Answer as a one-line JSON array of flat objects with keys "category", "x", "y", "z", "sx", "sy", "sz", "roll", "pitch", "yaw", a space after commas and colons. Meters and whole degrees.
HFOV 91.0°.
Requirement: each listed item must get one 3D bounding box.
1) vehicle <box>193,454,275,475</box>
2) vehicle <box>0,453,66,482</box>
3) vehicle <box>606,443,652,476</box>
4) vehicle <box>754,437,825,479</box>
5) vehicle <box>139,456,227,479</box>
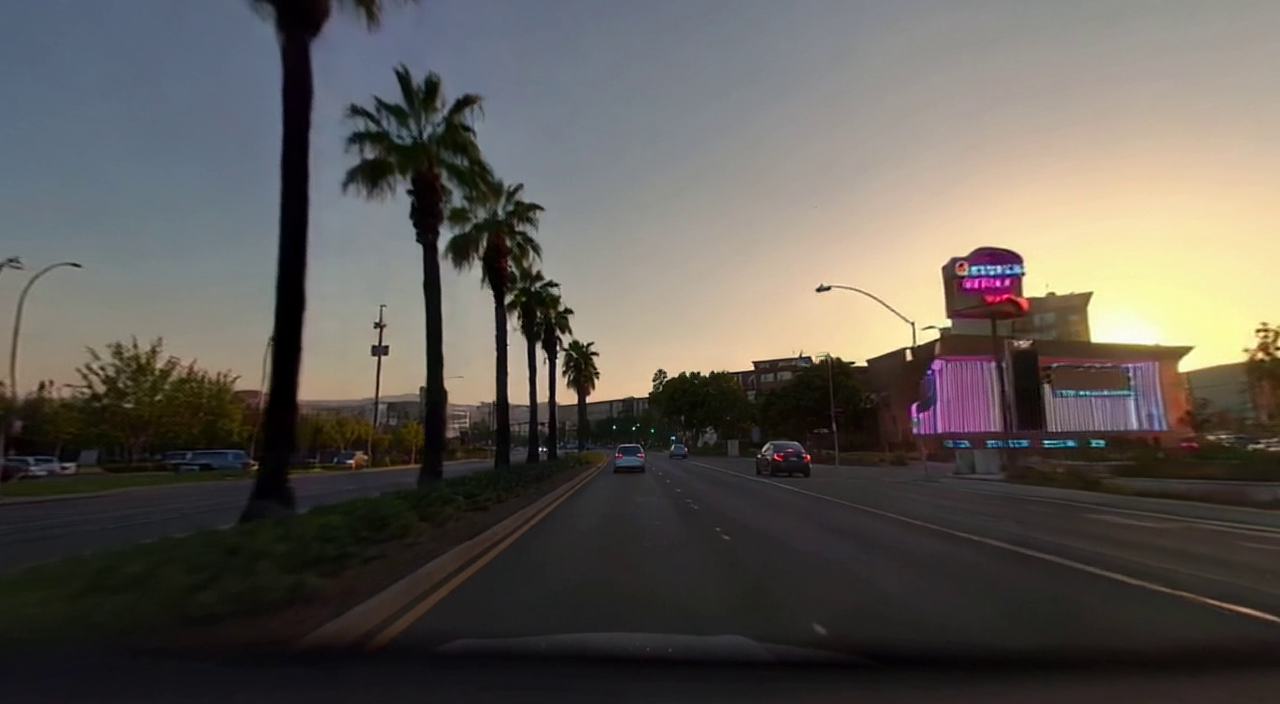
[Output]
[{"category": "vehicle", "x": -31.136, "y": 8.598, "z": 48.358, "sx": 4.767, "sy": 1.489, "sz": 2.051, "roll": 0, "pitch": -8, "yaw": -3}, {"category": "vehicle", "x": -44.581, "y": 8.205, "z": 45.032, "sx": 2.083, "sy": 1.900, "sz": 5.420, "roll": 0, "pitch": -8, "yaw": -4}, {"category": "vehicle", "x": -0.474, "y": 4.903, "z": 28.899, "sx": 1.970, "sy": 1.402, "sz": 3.756, "roll": 0, "pitch": -8, "yaw": -1}, {"category": "vehicle", "x": 6.226, "y": 4.453, "z": 26.693, "sx": 1.949, "sy": 1.647, "sz": 3.894, "roll": 0, "pitch": -8, "yaw": -2}, {"category": "vehicle", "x": -31.257, "y": 7.873, "z": 43.158, "sx": 4.452, "sy": 1.470, "sz": 2.016, "roll": 0, "pitch": -9, "yaw": -1}]
